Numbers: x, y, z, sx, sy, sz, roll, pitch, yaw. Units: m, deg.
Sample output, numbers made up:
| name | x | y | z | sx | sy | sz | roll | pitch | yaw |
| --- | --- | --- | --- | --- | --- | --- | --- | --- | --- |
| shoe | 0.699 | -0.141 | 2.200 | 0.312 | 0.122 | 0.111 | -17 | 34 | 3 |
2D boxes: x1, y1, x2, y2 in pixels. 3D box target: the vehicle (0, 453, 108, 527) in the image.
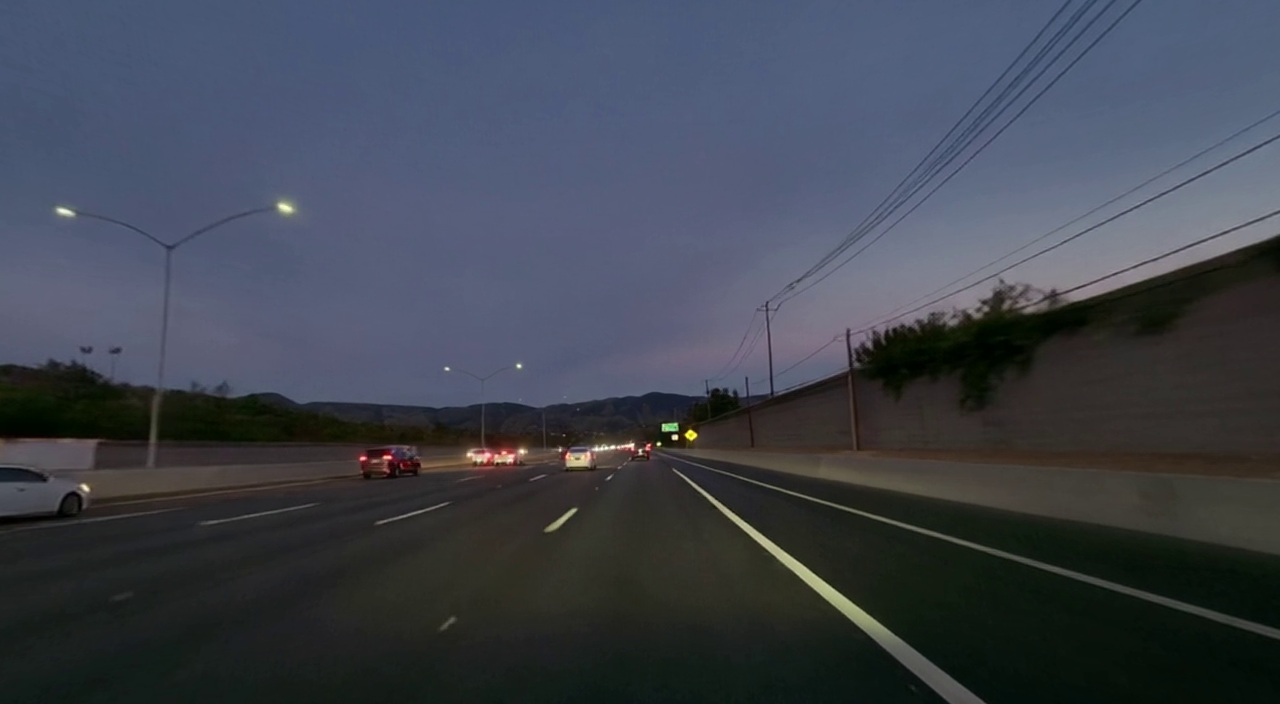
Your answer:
| name | x | y | z | sx | sy | sz | roll | pitch | yaw |
| --- | --- | --- | --- | --- | --- | --- | --- | --- | --- |
| vehicle | -14.107 | 2.865 | 13.064 | 1.885 | 1.474 | 4.849 | 0 | -9 | 1 |

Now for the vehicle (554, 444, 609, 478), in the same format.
| name | x | y | z | sx | sy | sz | roll | pitch | yaw |
| --- | --- | --- | --- | --- | --- | --- | --- | --- | --- |
| vehicle | -2.631 | 5.064 | 29.450 | 2.064 | 1.446 | 4.409 | 0 | -9 | 1 |

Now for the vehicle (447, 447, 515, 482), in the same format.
| name | x | y | z | sx | sy | sz | roll | pitch | yaw |
| --- | --- | --- | --- | --- | --- | --- | --- | --- | --- |
| vehicle | -7.088 | 5.045 | 28.594 | 1.899 | 1.472 | 4.202 | 0 | -9 | 1 |

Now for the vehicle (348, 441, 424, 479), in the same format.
| name | x | y | z | sx | sy | sz | roll | pitch | yaw |
| --- | --- | --- | --- | --- | --- | --- | --- | --- | --- |
| vehicle | -14.336 | 6.113 | 35.954 | 2.172 | 1.946 | 5.017 | 0 | -9 | 1 |
